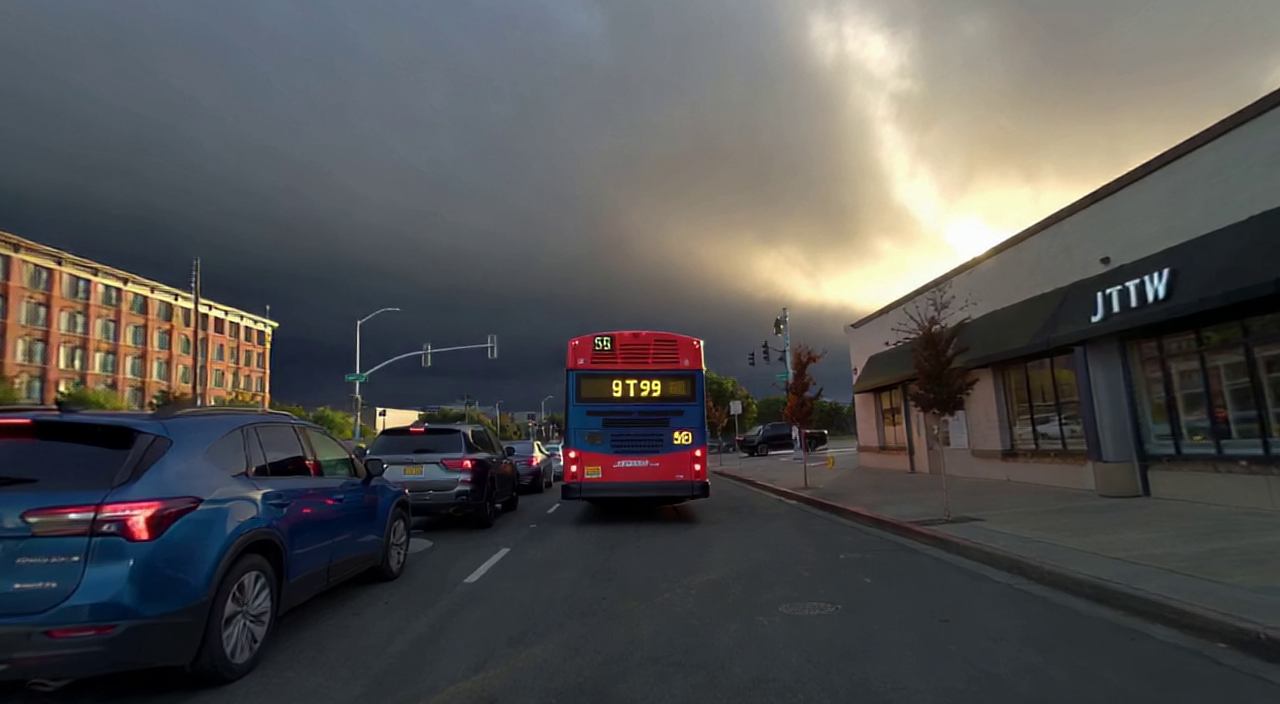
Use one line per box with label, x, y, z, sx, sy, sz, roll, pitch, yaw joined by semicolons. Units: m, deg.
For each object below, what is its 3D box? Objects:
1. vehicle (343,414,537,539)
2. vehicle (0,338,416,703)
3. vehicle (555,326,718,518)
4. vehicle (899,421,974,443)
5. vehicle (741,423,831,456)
vehicle;-3.346;2.195;11.771;2.096;1.828;4.669;0;-8;0
vehicle;-3.225;1.089;3.966;2.020;1.725;4.384;0;-8;0
vehicle;-0.317;1.983;16.498;2.938;3.468;9.972;0;-9;-3
vehicle;22.243;6.024;47.471;4.827;1.555;1.863;1;-9;-7
vehicle;9.940;6.043;43.493;5.788;2.165;2.491;-2;-9;10
